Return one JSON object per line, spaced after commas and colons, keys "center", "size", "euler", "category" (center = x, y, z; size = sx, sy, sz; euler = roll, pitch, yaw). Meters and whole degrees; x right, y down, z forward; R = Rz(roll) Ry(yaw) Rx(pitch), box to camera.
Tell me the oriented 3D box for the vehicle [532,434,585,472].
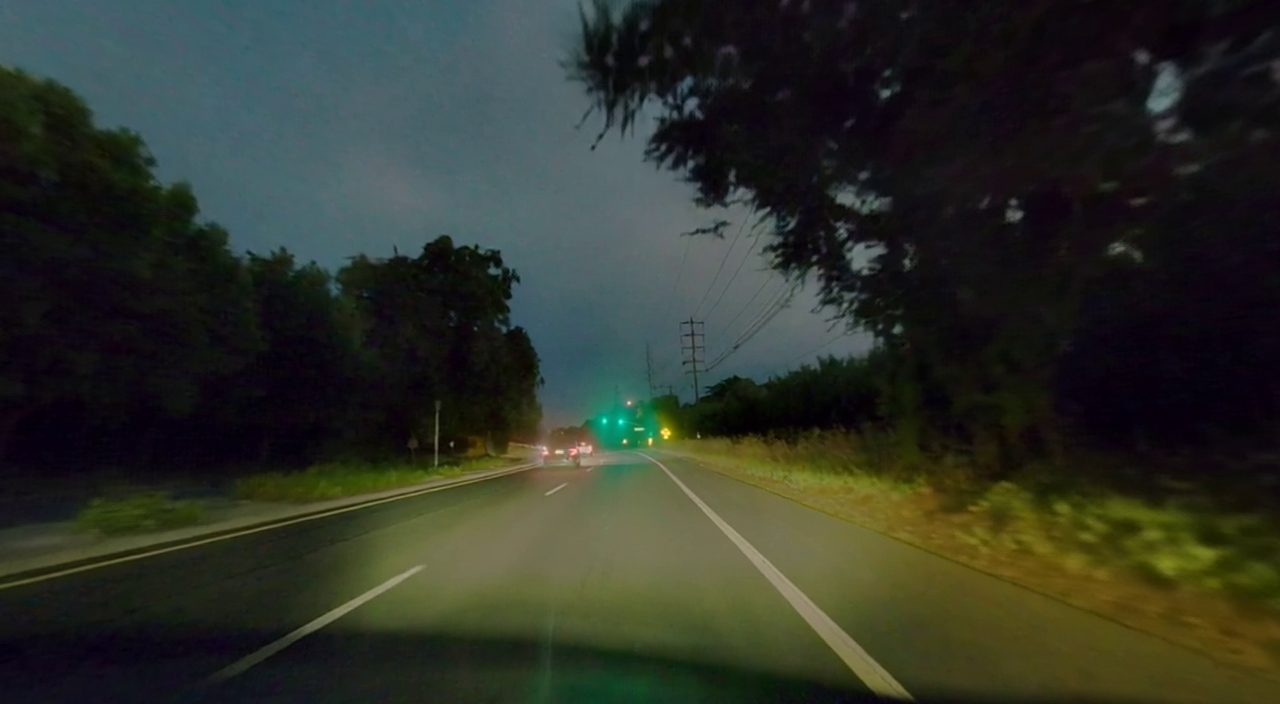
{"center": [-4.334, 5.441, 34.291], "size": [2.246, 1.885, 5.275], "euler": [0, -8, -1], "category": "vehicle"}
